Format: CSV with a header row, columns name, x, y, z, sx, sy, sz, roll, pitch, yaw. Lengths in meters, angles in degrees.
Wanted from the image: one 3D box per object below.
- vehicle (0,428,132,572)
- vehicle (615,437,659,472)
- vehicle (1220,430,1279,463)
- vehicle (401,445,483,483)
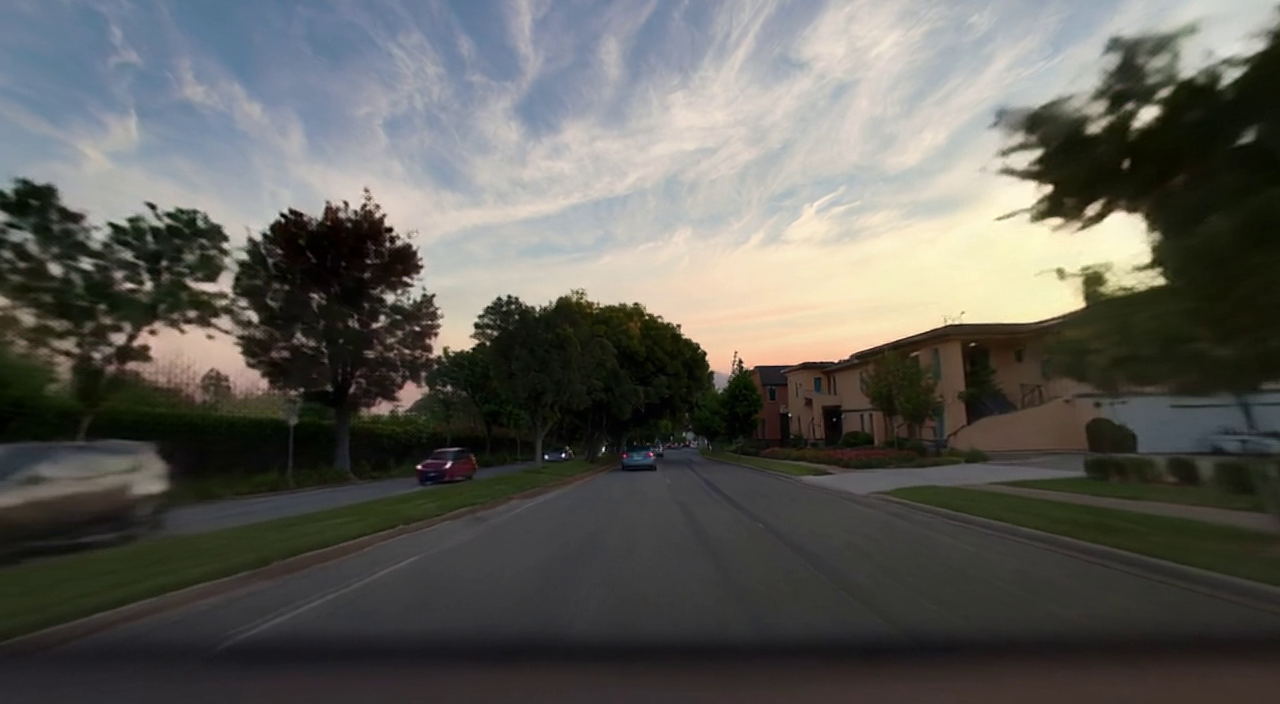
name,x,y,z,sx,sy,sz,roll,pitch,yaw
vehicle,-9.037,1.776,7.464,2.093,1.772,4.478,0,-8,3
vehicle,-0.070,5.355,33.135,2.129,1.713,4.314,0,-8,2
vehicle,30.742,4.680,31.299,3.781,1.533,1.683,5,-10,-30
vehicle,-8.566,4.862,27.704,1.935,1.522,4.348,0,-8,3
